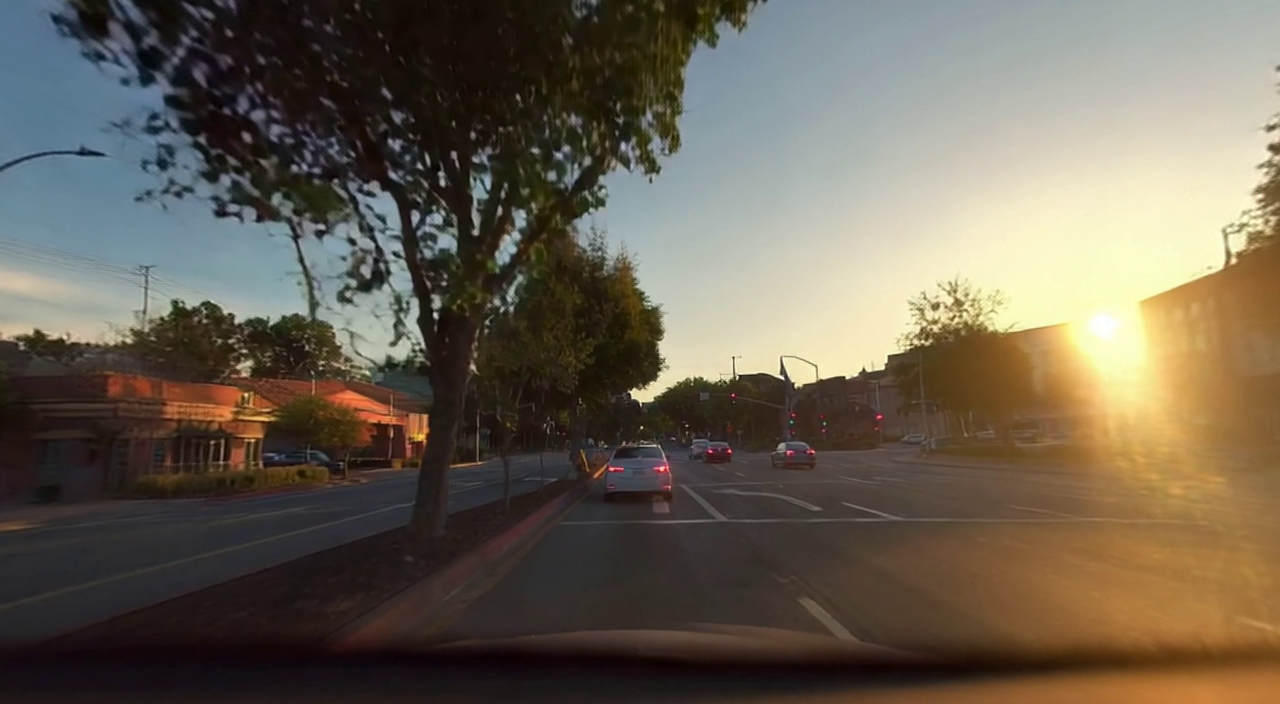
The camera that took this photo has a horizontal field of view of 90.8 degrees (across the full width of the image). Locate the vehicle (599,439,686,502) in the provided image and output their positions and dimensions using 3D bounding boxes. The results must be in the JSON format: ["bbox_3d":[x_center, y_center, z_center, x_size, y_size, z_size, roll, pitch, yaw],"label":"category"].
[{"bbox_3d":[0.038,3.106,17.014,2.064,1.477,3.968,0,-9,-1],"label":"vehicle"}]

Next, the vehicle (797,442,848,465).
[{"bbox_3d":[12.652,7.070,44.145,2.059,1.482,4.568,0,-9,-1],"label":"vehicle"}]
